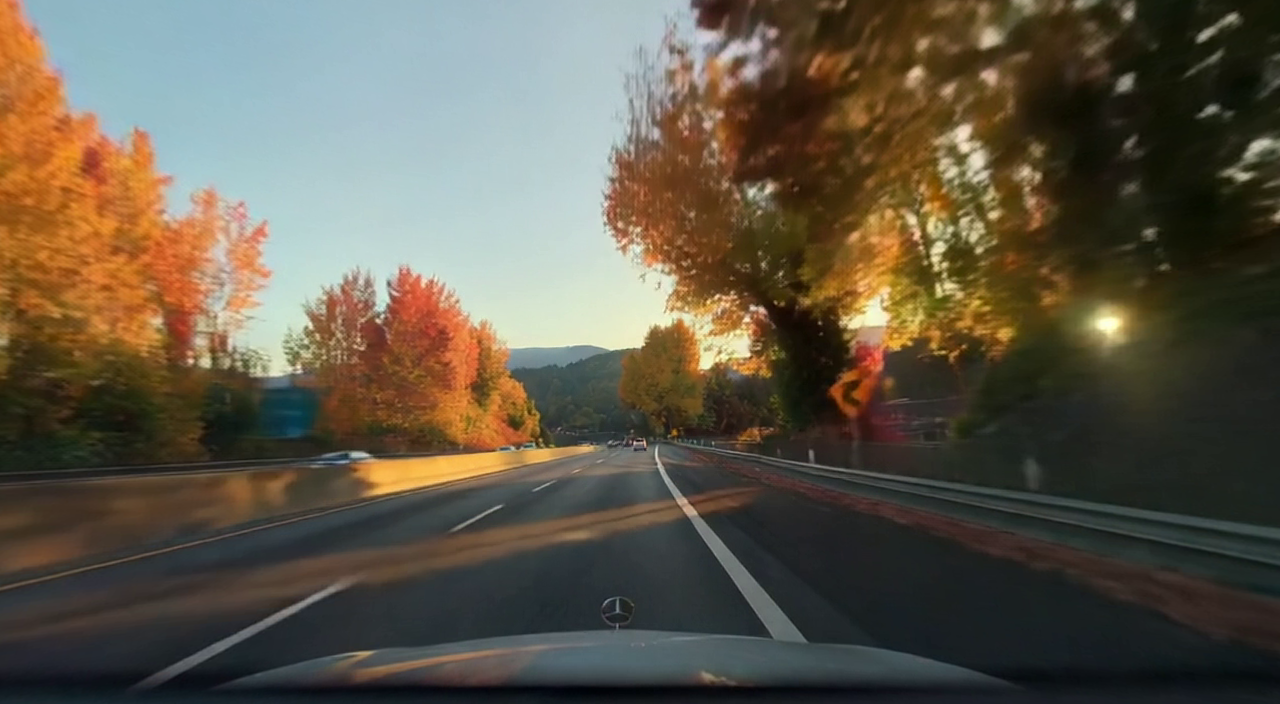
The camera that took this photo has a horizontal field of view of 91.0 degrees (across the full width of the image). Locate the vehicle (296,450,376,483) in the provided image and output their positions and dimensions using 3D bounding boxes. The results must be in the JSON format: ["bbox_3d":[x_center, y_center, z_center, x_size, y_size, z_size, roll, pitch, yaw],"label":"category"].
[{"bbox_3d":[-14.942,5.608,31.193,1.969,1.449,3.961,-1,-8,1],"label":"vehicle"}]
